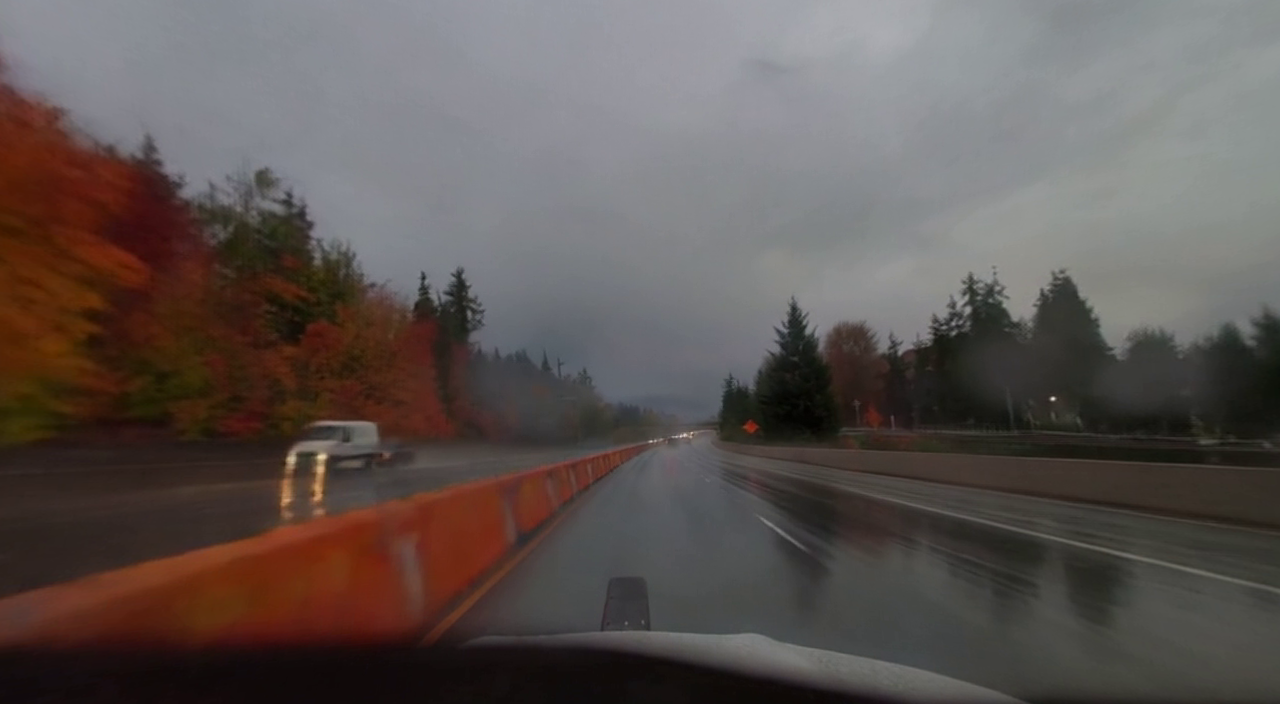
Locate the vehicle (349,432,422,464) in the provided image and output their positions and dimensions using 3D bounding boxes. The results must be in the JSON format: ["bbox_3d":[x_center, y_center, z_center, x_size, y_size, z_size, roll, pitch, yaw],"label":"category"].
[{"bbox_3d":[-14.507,5.514,36.190,1.984,1.726,4.775,0,-8,3],"label":"vehicle"}]

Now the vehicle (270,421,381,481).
[{"bbox_3d":[-14.593,4.641,29.640,2.268,2.551,5.343,0,-8,2],"label":"vehicle"}]
